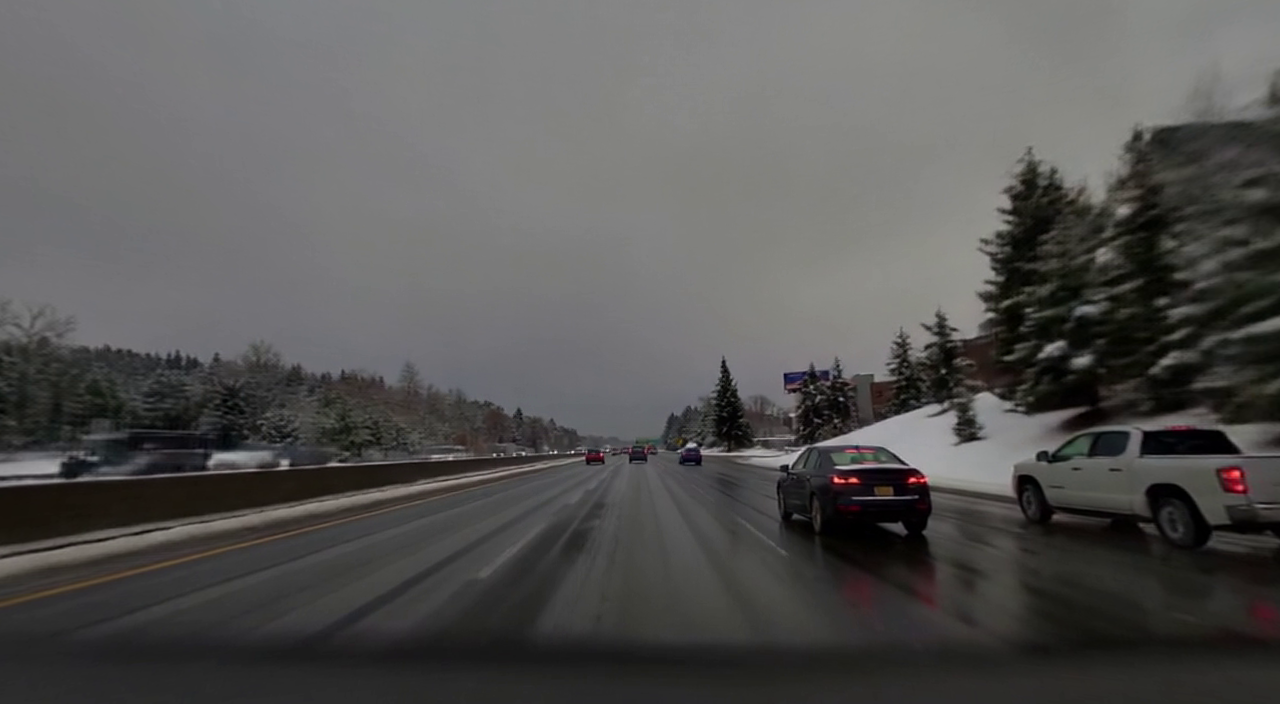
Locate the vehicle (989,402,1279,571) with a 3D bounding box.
[{"bbox_3d":[7.624,1.812,9.250,2.176,1.793,4.841,0,-9,-1],"label":"vehicle"}]

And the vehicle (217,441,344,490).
[{"bbox_3d":[-13.311,4.214,23.812,2.009,1.635,4.827,0,-9,-1],"label":"vehicle"}]

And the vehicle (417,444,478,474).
[{"bbox_3d":[-11.536,6.424,38.222,2.031,1.625,5.415,0,-9,0],"label":"vehicle"}]

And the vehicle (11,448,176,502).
[{"bbox_3d":[-17.957,4.014,21.080,1.835,1.592,4.076,0,-9,-1],"label":"vehicle"}]

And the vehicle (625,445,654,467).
[{"bbox_3d":[-0.117,8.192,49.895,2.191,1.685,4.015,0,-9,-1],"label":"vehicle"}]

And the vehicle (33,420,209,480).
[{"bbox_3d":[-35.883,6.907,44.644,2.924,3.683,11.318,0,-9,-1],"label":"vehicle"}]

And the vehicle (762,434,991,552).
[{"bbox_3d":[3.529,2.183,10.534,1.987,1.509,4.512,0,-9,-1],"label":"vehicle"}]
